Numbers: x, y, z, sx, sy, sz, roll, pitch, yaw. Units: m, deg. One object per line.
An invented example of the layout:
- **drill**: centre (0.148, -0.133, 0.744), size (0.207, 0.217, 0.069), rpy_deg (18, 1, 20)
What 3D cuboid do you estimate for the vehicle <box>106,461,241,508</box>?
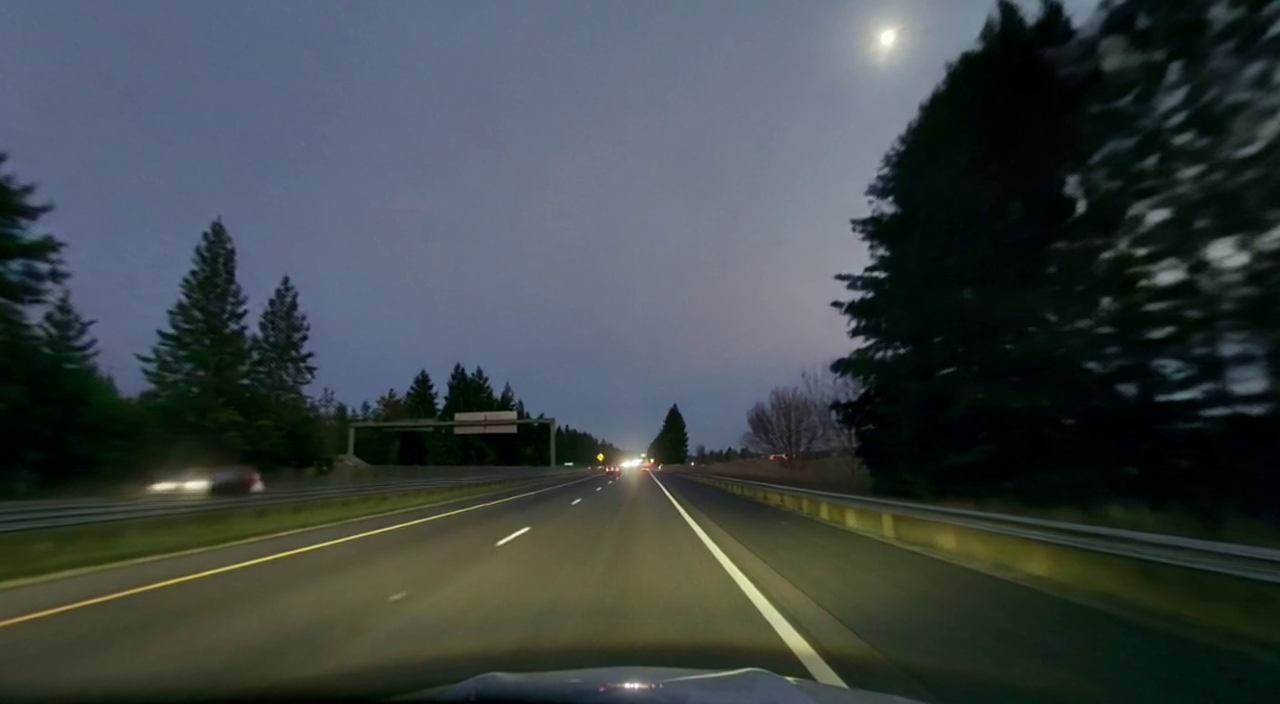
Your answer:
- **vehicle**: centre (-17.166, 4.884, 23.467), size (1.837, 1.531, 4.010), rpy_deg (1, -10, 1)
